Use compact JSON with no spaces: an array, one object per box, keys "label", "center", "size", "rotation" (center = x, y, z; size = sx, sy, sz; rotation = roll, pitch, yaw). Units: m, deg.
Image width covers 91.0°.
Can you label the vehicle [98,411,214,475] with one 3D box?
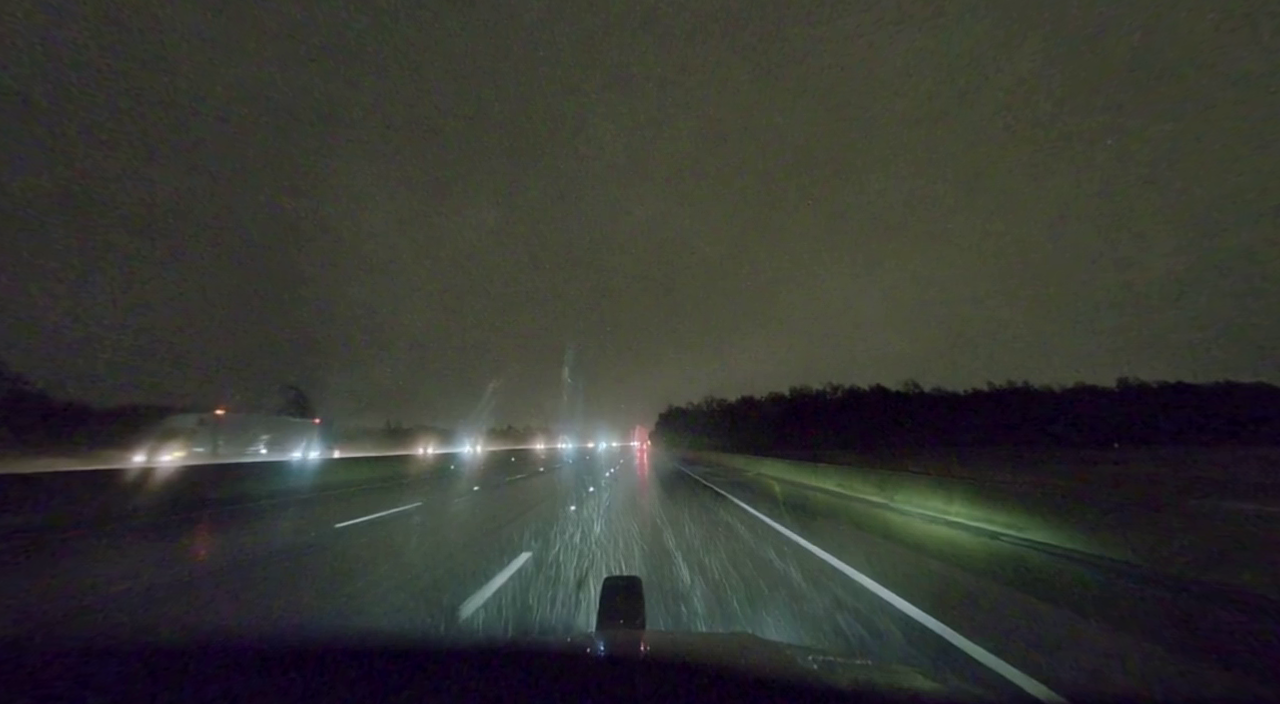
[{"label":"vehicle","center":[-31.996,6.070,41.955],"size":[2.962,3.978,5.736],"rotation":[0,-9,-1]}]
